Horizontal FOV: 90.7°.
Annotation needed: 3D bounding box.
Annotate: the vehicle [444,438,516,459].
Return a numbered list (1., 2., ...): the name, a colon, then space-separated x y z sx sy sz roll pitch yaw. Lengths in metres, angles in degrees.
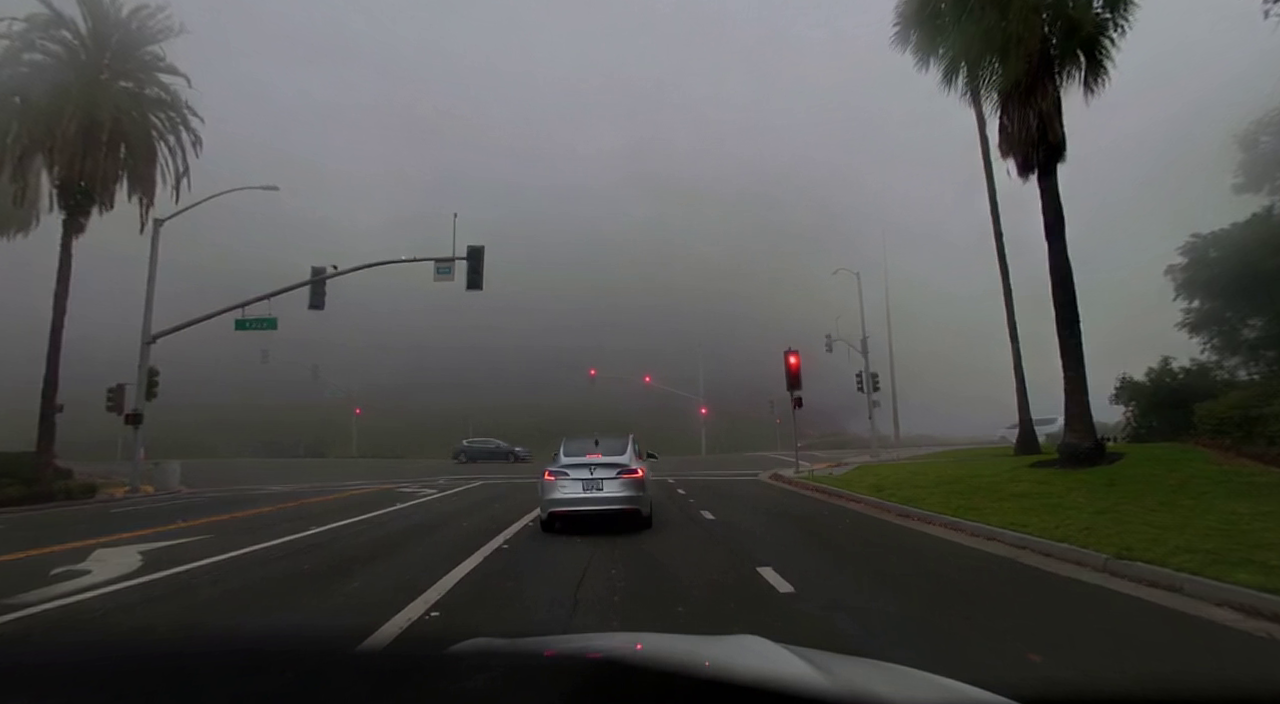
1. vehicle: -11.469 6.929 45.506 4.541 1.458 1.964 7 -11 -41

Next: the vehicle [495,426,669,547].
1. vehicle: -0.724 1.989 10.029 2.152 1.478 4.229 0 -8 0
